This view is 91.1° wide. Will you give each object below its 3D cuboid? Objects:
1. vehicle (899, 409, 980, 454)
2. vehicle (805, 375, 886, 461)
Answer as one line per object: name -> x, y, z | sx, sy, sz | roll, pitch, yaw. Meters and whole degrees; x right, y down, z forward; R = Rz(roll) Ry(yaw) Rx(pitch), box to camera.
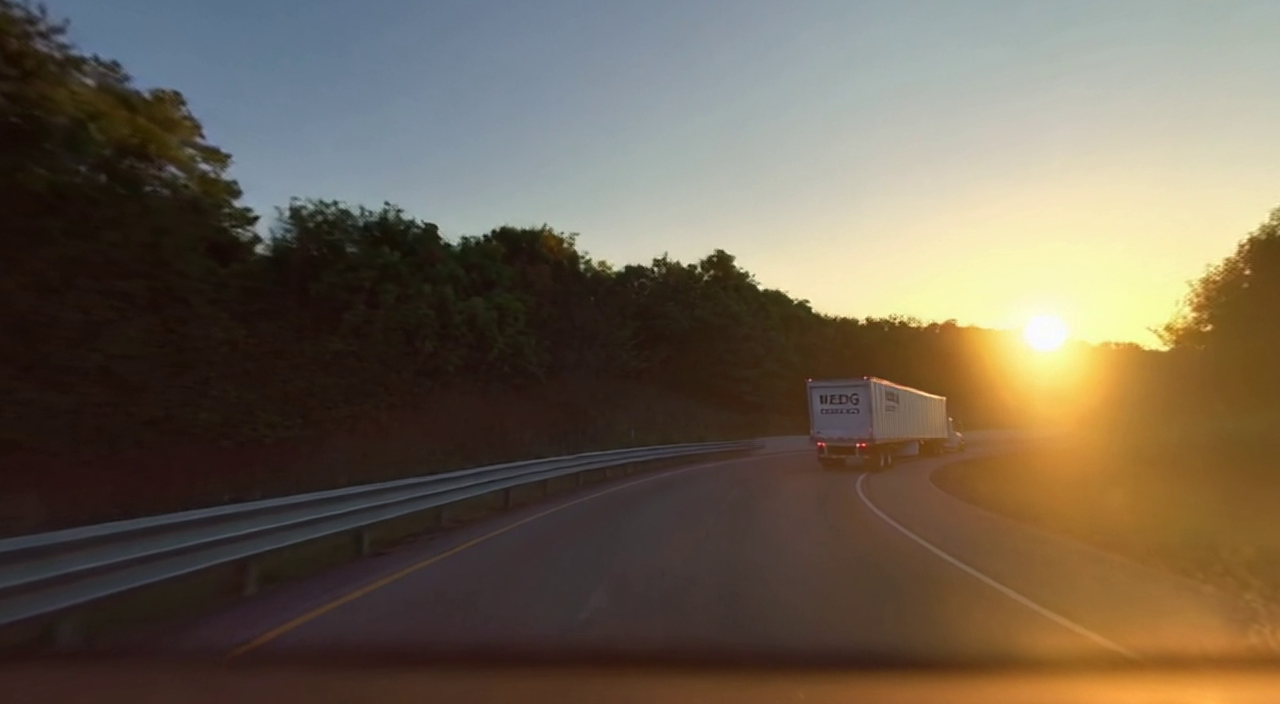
vehicle -> 18.587, 4.931, 38.824 | 6.650, 2.524, 2.120 | 7, -10, -42
vehicle -> 9.775, 3.160, 29.780 | 2.963, 3.771, 3.137 | -4, -9, 28
